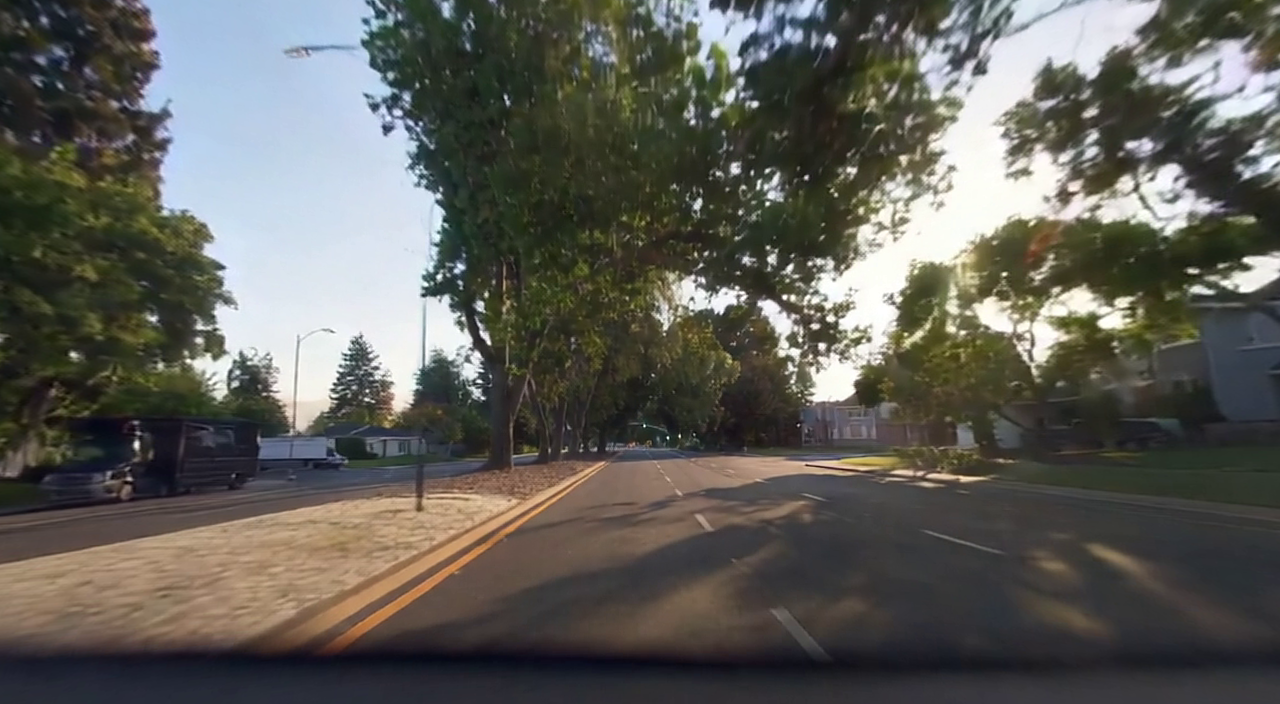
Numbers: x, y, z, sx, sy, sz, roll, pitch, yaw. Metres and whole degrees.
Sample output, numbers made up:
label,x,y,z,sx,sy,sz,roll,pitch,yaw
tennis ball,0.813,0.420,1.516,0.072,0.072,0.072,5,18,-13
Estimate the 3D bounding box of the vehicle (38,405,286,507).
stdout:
label,x,y,z,sx,sy,sz,roll,pitch,yaw
vehicle,-19.511,4.365,27.091,2.866,3.528,9.798,0,-8,0
